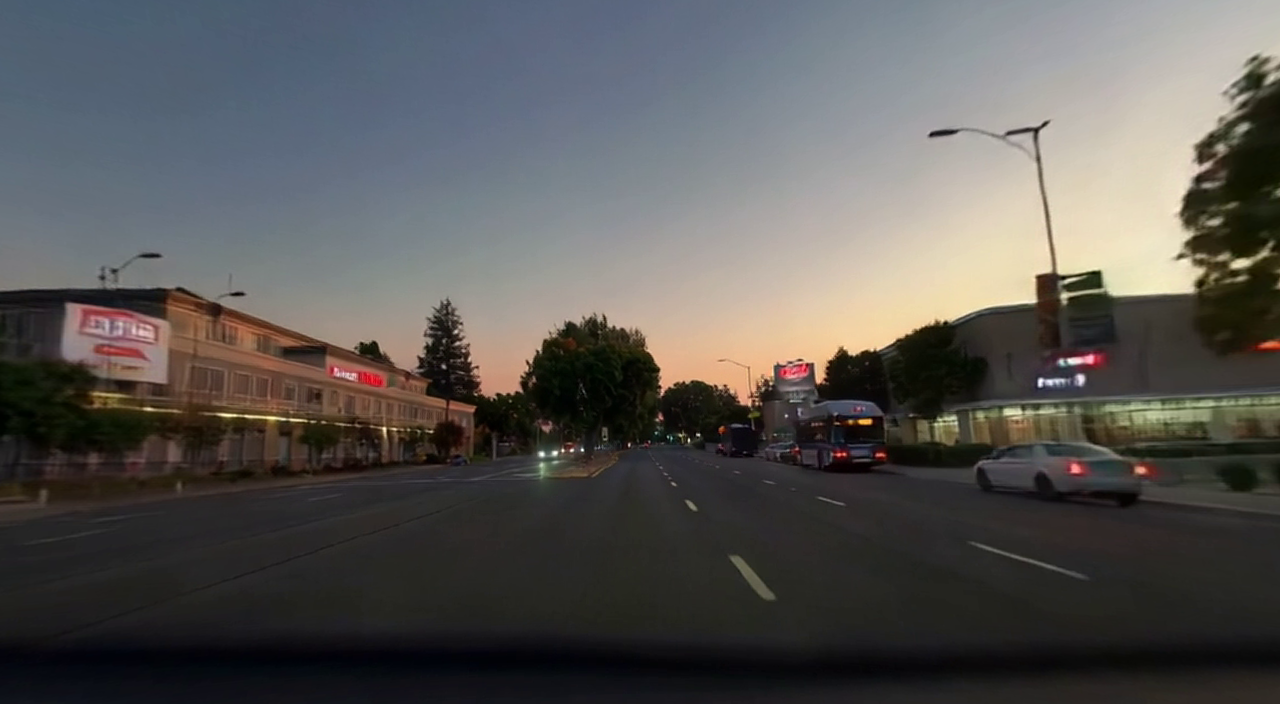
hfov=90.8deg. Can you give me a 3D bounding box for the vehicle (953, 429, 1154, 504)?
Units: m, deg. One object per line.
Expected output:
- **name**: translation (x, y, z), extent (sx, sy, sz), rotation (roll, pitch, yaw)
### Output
- **vehicle**: translation (10.255, 2.857, 16.204), extent (2.085, 1.630, 4.403), rotation (0, -8, -1)

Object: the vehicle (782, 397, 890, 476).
- **vehicle**: translation (9.902, 4.439, 33.000), extent (2.897, 3.584, 7.857), rotation (0, -8, -2)
